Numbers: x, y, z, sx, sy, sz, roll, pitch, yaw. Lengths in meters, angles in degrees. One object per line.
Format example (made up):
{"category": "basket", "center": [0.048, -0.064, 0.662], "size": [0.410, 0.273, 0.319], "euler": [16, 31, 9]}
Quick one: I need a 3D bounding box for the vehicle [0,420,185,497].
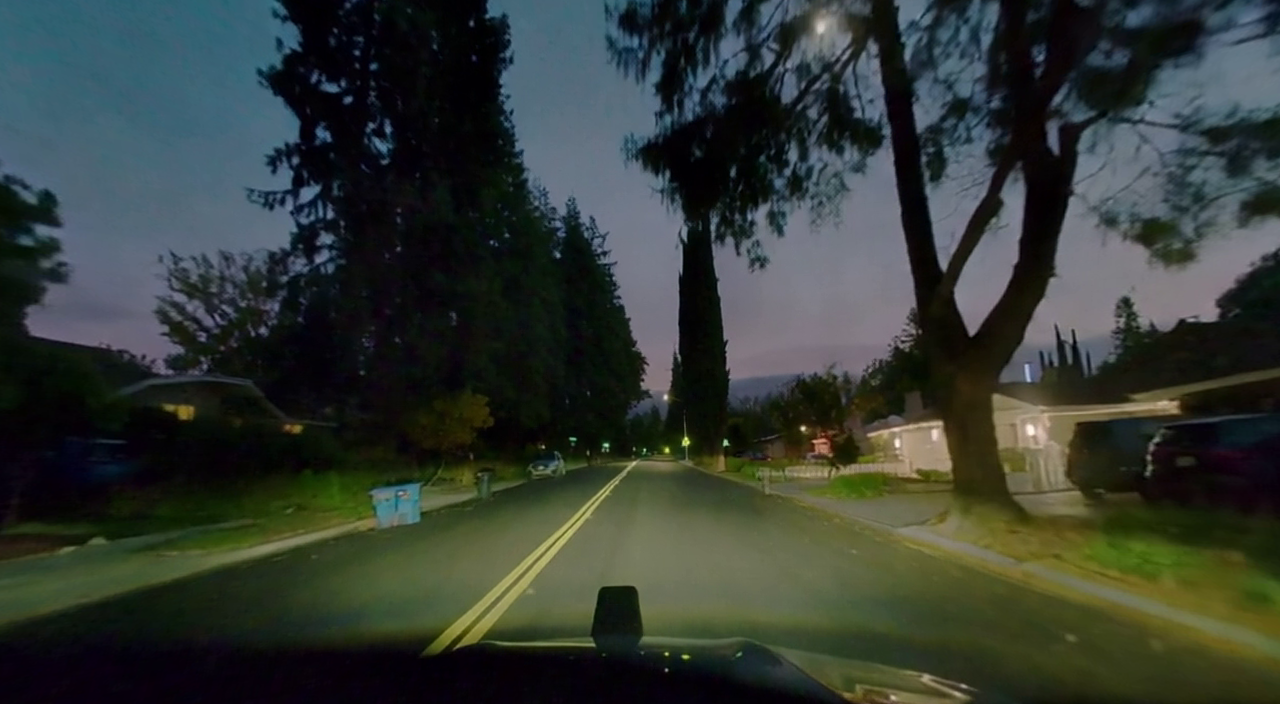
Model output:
{"category": "vehicle", "center": [-14.279, 2.738, 16.427], "size": [4.537, 1.751, 2.051], "euler": [-5, -10, 28]}

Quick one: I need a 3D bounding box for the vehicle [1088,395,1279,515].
{"category": "vehicle", "center": [9.791, 1.506, 9.379], "size": [4.599, 1.622, 1.998], "euler": [-3, -9, 18]}

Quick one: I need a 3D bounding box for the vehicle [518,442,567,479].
{"category": "vehicle", "center": [-5.418, 6.190, 35.599], "size": [1.924, 1.765, 4.542], "euler": [-3, -12, 2]}

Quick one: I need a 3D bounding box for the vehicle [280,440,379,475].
{"category": "vehicle", "center": [-14.485, 4.869, 29.374], "size": [4.668, 1.491, 1.941], "euler": [-6, -10, 32]}

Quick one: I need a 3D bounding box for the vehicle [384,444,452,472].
{"category": "vehicle", "center": [-16.619, 7.939, 47.229], "size": [4.742, 1.495, 1.963], "euler": [-11, -11, 23]}
